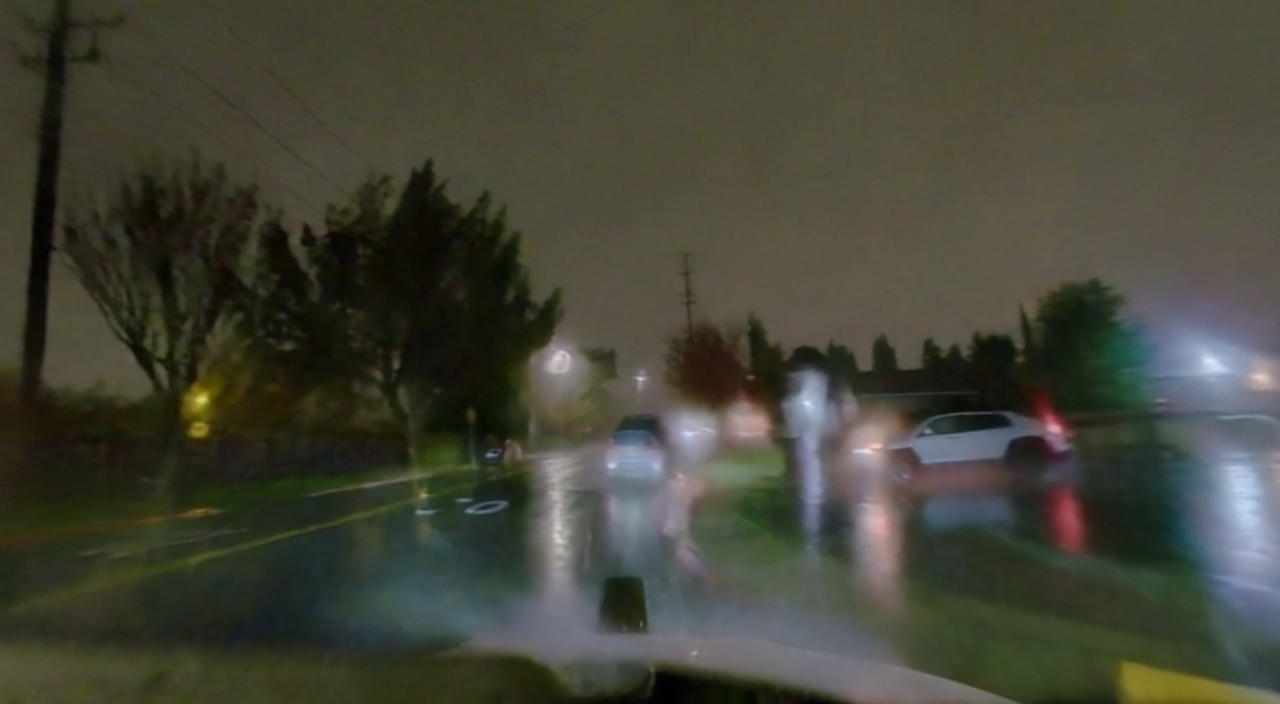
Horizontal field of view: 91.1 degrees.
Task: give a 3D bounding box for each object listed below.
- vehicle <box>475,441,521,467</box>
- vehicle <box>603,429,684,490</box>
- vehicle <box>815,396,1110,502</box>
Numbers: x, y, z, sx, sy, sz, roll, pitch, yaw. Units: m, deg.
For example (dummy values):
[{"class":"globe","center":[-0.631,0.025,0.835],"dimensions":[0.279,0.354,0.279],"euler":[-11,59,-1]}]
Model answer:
[{"class":"vehicle","center":[-9.384,6.763,41.797],"dimensions":[2.033,1.456,4.370],"euler":[-4,-8,0]},{"class":"vehicle","center":[0.126,3.311,19.653],"dimensions":[2.242,1.661,4.273],"euler":[0,-8,1]},{"class":"vehicle","center":[6.059,1.906,12.368],"dimensions":[4.595,1.620,1.984],"euler":[-4,-9,4]}]
